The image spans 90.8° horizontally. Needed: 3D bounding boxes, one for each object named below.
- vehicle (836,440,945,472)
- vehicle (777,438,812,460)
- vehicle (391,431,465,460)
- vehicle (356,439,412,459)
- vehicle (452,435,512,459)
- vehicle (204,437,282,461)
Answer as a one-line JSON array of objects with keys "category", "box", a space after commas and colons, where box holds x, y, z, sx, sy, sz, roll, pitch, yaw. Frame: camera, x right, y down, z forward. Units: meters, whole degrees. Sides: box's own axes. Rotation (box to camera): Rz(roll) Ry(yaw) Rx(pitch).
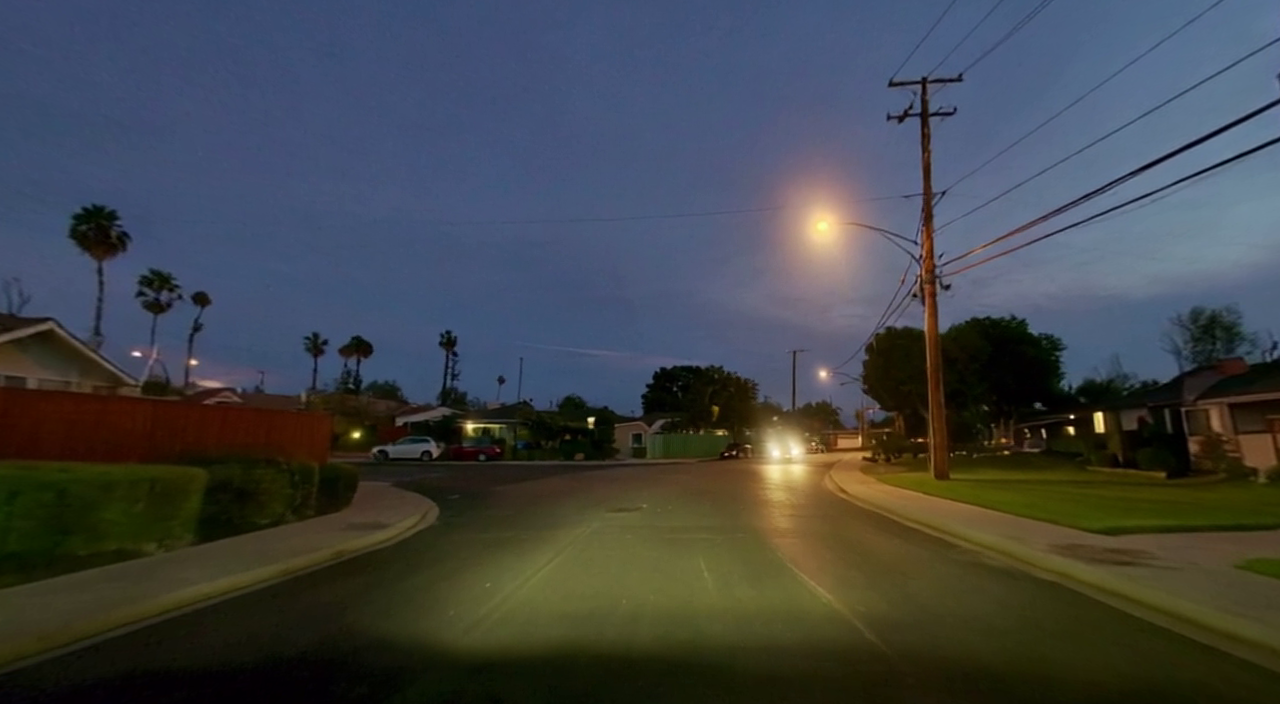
[{"category": "vehicle", "box": [11.677, 4.896, 29.751, 4.531, 1.447, 1.814, -3, -10, 15]}, {"category": "vehicle", "box": [12.039, 7.529, 49.061, 1.955, 1.632, 3.688, -4, -9, 24]}, {"category": "vehicle", "box": [-15.835, 7.029, 47.537, 2.226, 2.001, 5.259, -4, -9, 23]}, {"category": "vehicle", "box": [-19.700, 7.504, 48.777, 1.770, 1.445, 3.717, -4, -9, 23]}, {"category": "vehicle", "box": [-11.935, 7.216, 47.959, 1.902, 1.723, 4.410, -4, -10, 27]}, {"category": "vehicle", "box": [-31.011, 7.589, 49.552, 2.035, 1.791, 4.993, -2, -9, 15]}]
